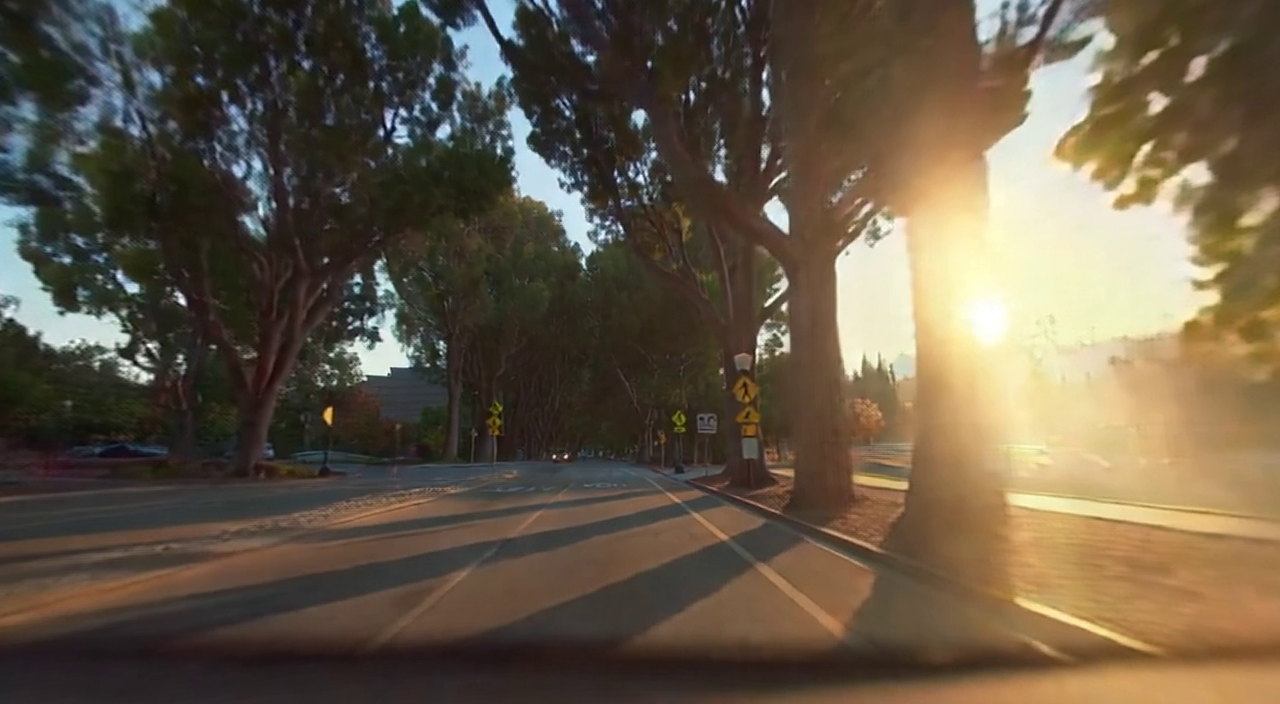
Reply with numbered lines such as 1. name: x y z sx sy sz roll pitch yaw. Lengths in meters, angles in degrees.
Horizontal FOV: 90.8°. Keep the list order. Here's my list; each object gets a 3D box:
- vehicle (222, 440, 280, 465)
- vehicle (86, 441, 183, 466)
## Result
1. vehicle: -29.962 7.739 48.837 1.922 1.805 4.208 0 -9 -3
2. vehicle: -32.130 6.457 40.257 4.534 1.488 1.930 -1 -9 2
